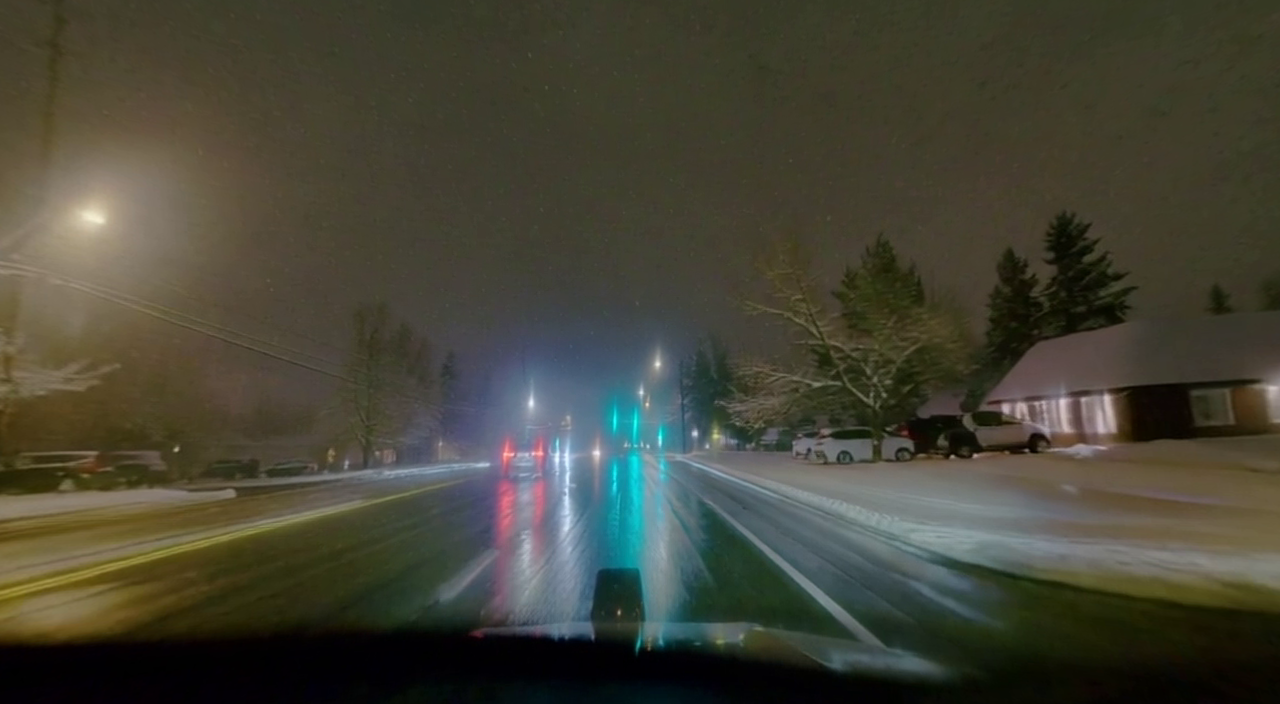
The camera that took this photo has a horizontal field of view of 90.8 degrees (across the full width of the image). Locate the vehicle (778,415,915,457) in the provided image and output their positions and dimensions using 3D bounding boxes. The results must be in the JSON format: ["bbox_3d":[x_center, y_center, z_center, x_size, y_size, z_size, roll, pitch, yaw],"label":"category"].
[{"bbox_3d":[10.368,4.275,32.172,6.098,2.021,2.524,0,-8,1],"label":"vehicle"}]

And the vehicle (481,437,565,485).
[{"bbox_3d":[-3.882,3.692,21.711,2.030,1.467,4.251,0,-8,0],"label":"vehicle"}]

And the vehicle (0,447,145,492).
[{"bbox_3d":[-24.351,4.929,26.727,4.922,1.766,1.998,0,-8,-4],"label":"vehicle"}]

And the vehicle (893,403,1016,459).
[{"bbox_3d":[10.670,2.790,21.876,1.908,1.703,4.511,0,-9,0],"label":"vehicle"}]
